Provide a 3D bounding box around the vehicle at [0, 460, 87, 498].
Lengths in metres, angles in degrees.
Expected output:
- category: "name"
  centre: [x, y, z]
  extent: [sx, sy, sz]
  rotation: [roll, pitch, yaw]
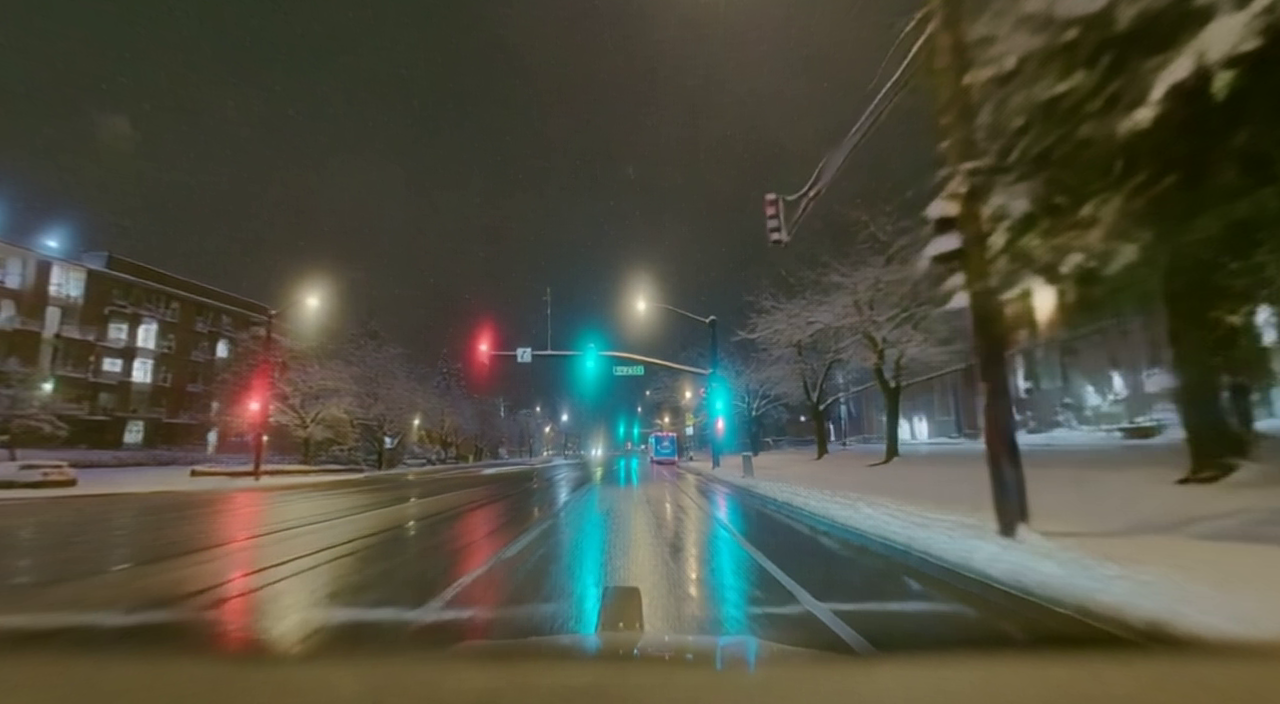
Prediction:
- category: "vehicle"
  centre: [-26.250, 5.309, 26.541]
  extent: [4.153, 1.493, 1.808]
  rotation: [0, -9, -2]
